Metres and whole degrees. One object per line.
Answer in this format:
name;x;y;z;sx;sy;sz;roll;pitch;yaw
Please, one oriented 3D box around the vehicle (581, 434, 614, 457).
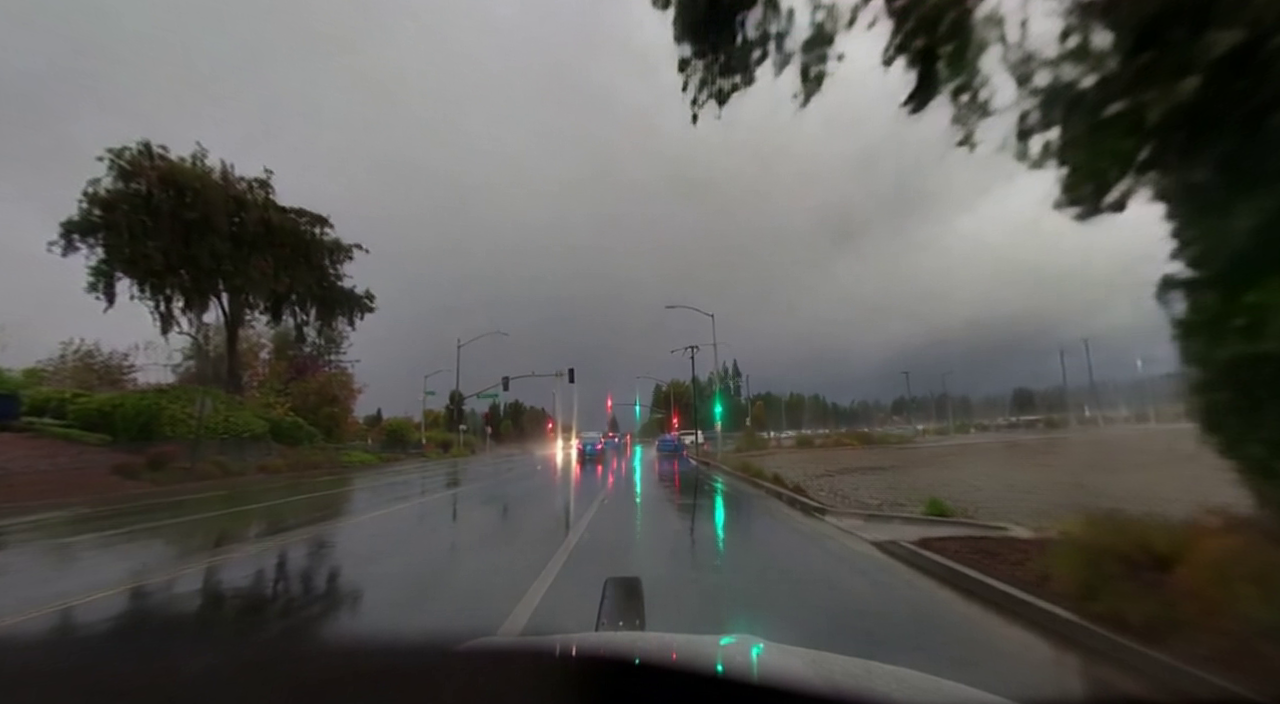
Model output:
vehicle;-2.930;6.616;44.650;1.979;1.492;3.930;0;-9;1
